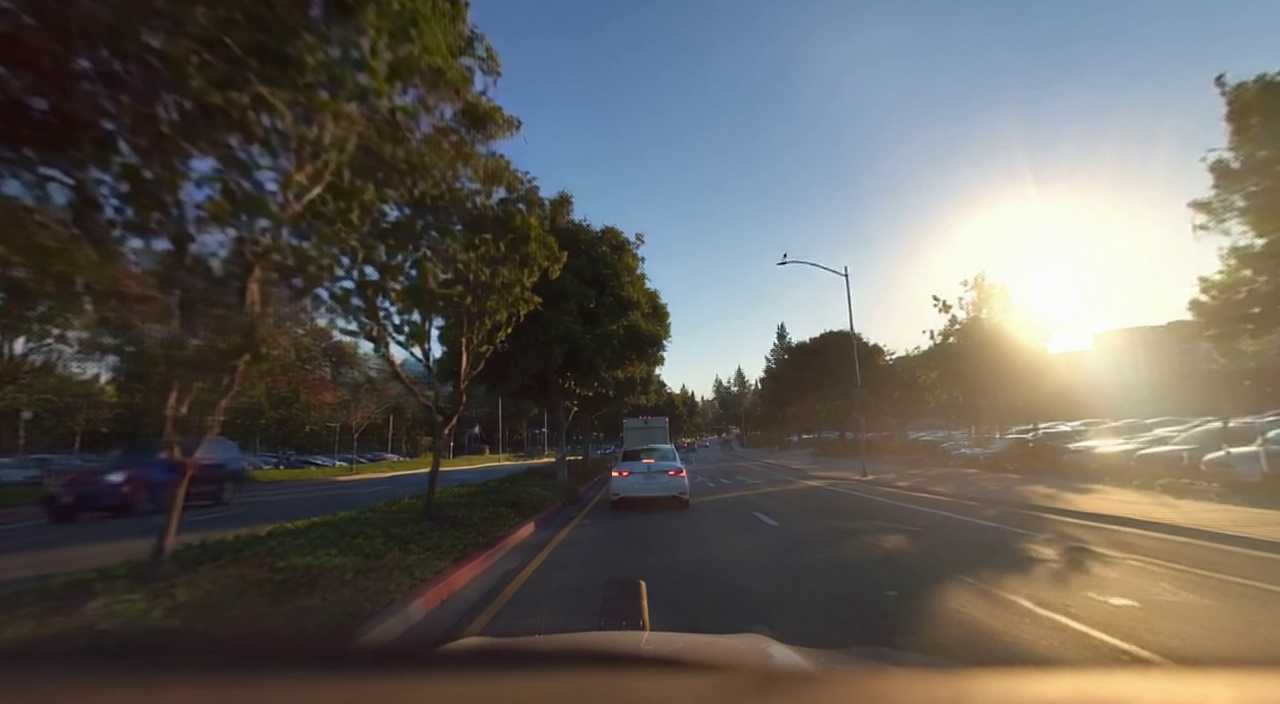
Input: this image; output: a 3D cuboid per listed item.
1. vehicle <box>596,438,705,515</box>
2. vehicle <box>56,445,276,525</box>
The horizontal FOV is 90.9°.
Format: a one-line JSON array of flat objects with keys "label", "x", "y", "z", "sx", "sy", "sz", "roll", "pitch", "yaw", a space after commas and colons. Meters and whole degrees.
[{"label": "vehicle", "x": 0.162, "y": 2.701, "z": 14.137, "sx": 2.093, "sy": 1.442, "sz": 3.977, "roll": 0, "pitch": -9, "yaw": -1}, {"label": "vehicle", "x": -11.867, "y": 3.316, "z": 16.338, "sx": 2.066, "sy": 1.753, "sz": 4.559, "roll": 0, "pitch": -9, "yaw": 1}]
